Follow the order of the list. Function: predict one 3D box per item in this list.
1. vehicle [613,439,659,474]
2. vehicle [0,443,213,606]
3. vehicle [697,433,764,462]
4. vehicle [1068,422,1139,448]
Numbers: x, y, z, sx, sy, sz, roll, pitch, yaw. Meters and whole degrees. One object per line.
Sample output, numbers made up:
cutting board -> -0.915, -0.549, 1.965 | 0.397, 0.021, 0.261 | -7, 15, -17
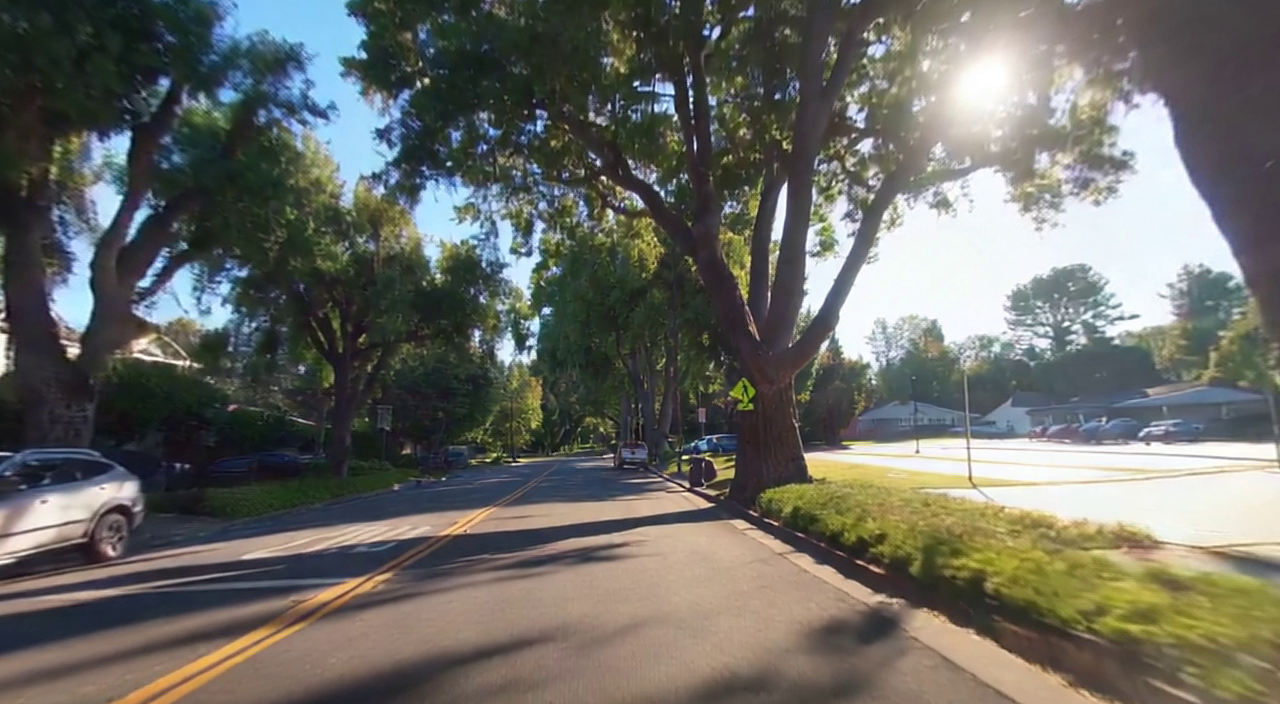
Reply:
vehicle -> -0.294, 5.733, 34.865 | 2.204, 1.776, 4.262 | 1, -9, -5
vehicle -> -7.308, 1.832, 7.107 | 2.065, 1.555, 4.569 | -1, -8, -4
vehicle -> 6.363, 6.634, 44.210 | 4.390, 1.696, 1.954 | 1, -8, -35
vehicle -> 30.884, 5.554, 42.042 | 4.481, 1.634, 1.973 | 5, -10, -29
